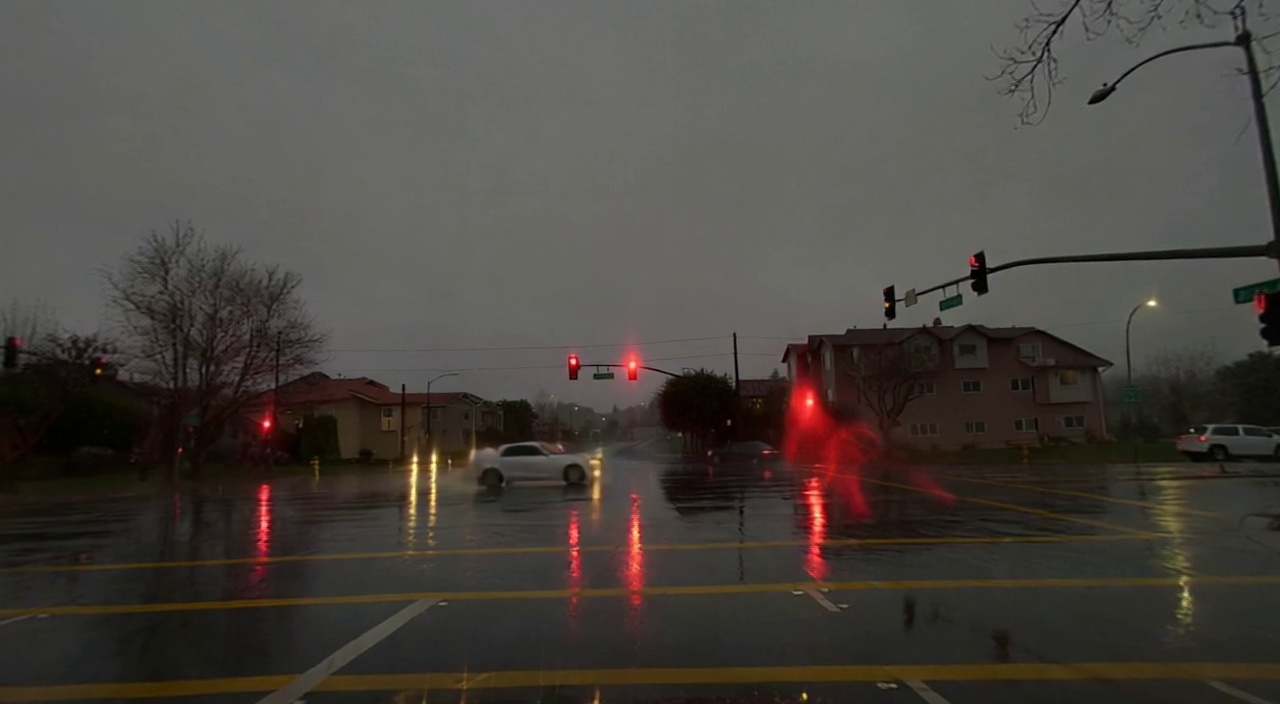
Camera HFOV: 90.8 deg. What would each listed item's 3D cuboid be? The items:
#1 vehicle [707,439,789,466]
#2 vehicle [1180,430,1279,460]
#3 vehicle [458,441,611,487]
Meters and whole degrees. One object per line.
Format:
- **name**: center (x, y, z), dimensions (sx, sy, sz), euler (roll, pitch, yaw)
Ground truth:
- **vehicle**: center (6.659, 6.261, 39.422), dimensions (1.932, 1.539, 4.873), euler (7, -12, -42)
- **vehicle**: center (31.306, 4.887, 33.039), dimensions (4.318, 1.488, 1.870), euler (0, -9, -1)
- **vehicle**: center (-3.439, 3.766, 21.394), dimensions (4.823, 1.449, 2.017), euler (0, -9, 0)
